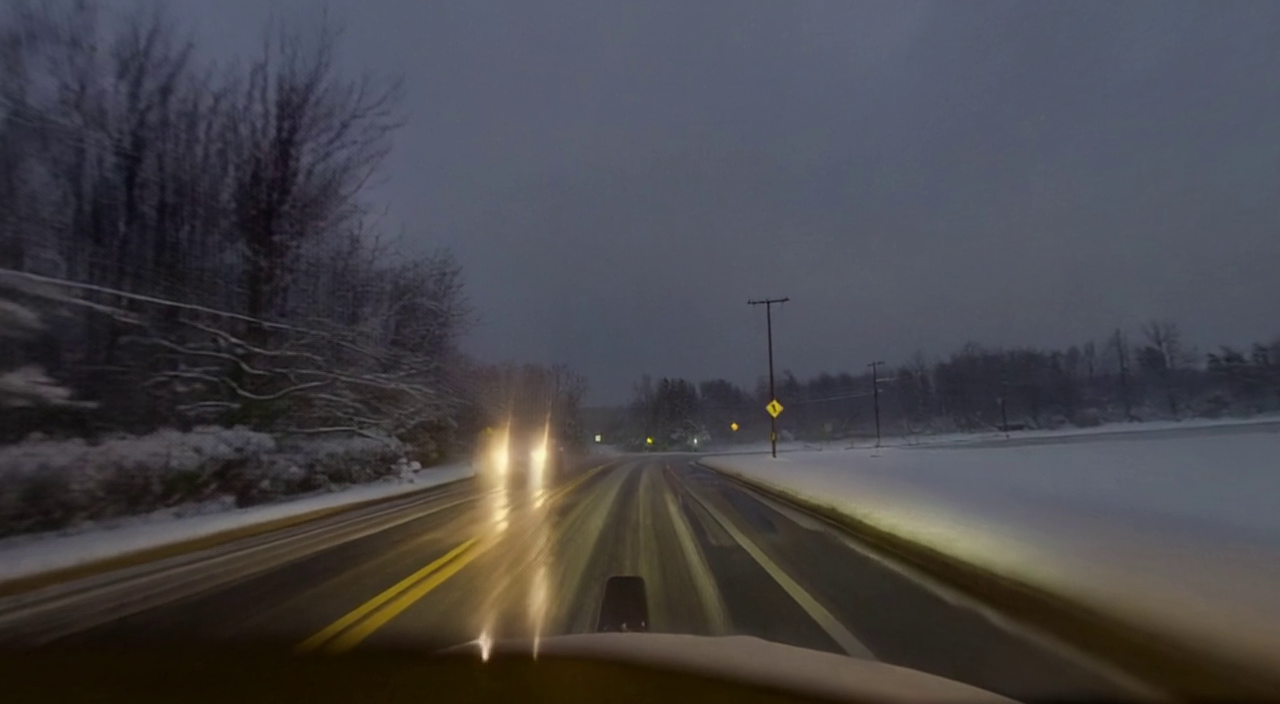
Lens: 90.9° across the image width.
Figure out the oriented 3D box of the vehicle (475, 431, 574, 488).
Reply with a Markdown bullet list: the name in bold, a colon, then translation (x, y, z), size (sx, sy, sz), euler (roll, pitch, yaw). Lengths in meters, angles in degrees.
- **vehicle**: translation (-3.771, 3.634, 21.675), size (2.390, 1.721, 4.863), euler (0, -8, 1)
